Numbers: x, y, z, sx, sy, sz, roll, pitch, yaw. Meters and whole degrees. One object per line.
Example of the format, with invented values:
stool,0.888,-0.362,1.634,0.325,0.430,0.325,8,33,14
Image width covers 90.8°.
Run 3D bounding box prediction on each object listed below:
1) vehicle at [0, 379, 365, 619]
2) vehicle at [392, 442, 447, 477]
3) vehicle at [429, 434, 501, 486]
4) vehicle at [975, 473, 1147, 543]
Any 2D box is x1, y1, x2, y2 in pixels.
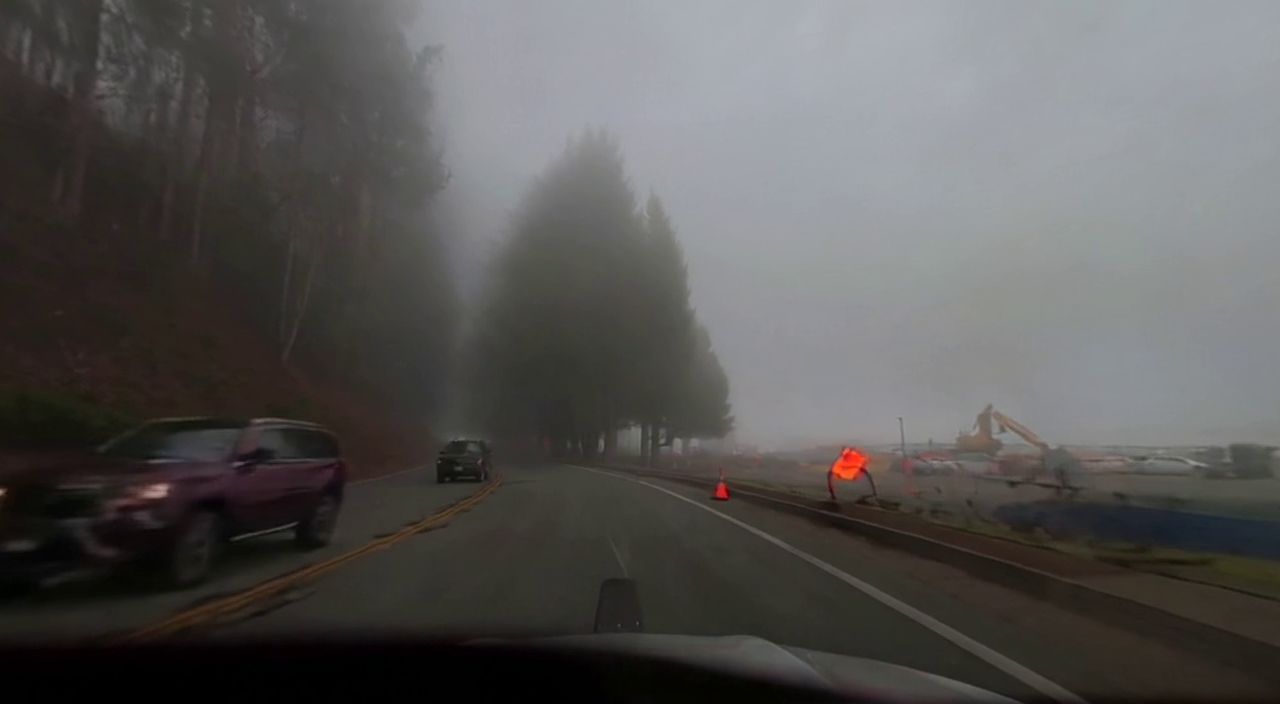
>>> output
vehicle,-5.638,1.673,8.111,2.260,2.162,4.555,0,-8,-2
vehicle,-12.585,6.129,36.388,2.206,1.837,4.550,1,-8,-9
vehicle,-7.125,4.425,26.225,2.193,1.885,4.474,0,-8,-7
vehicle,13.433,4.920,20.244,4.549,1.745,1.960,1,-5,-14
